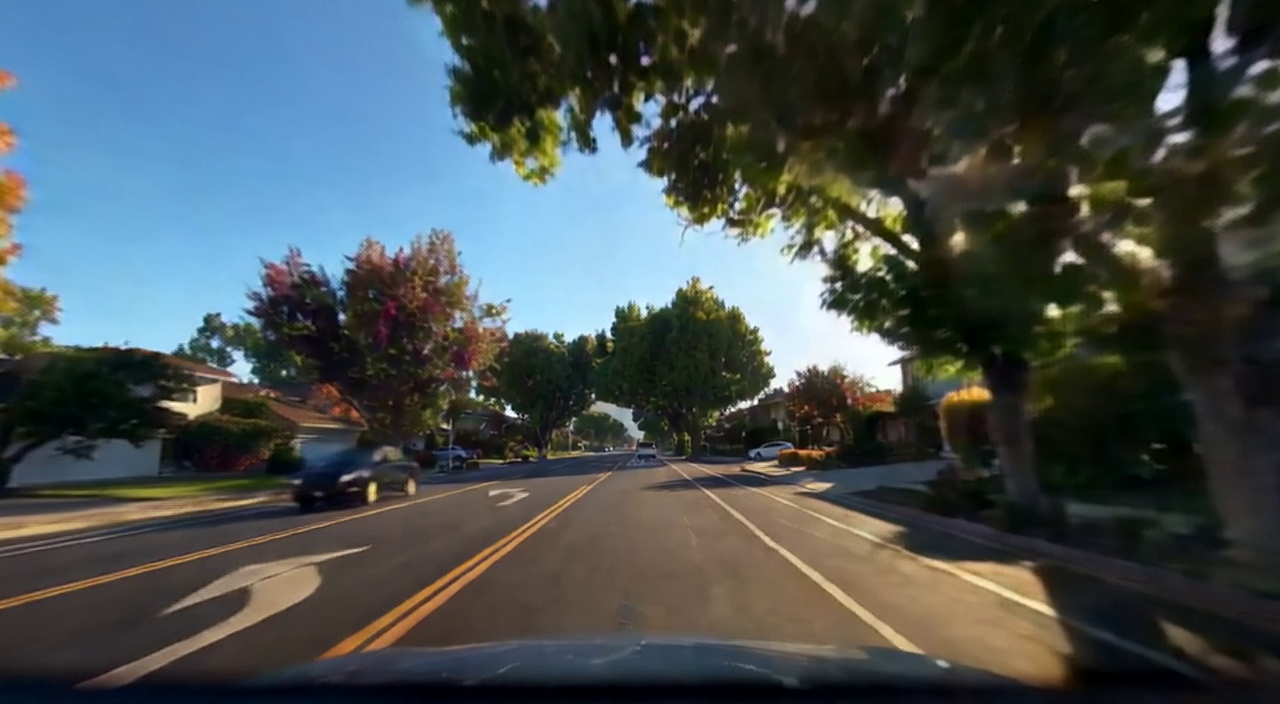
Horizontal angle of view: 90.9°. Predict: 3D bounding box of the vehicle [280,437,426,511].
[{"bbox_3d":[-7.627,3.255,17.295,1.977,1.753,4.128,0,-8,1],"label":"vehicle"}]
